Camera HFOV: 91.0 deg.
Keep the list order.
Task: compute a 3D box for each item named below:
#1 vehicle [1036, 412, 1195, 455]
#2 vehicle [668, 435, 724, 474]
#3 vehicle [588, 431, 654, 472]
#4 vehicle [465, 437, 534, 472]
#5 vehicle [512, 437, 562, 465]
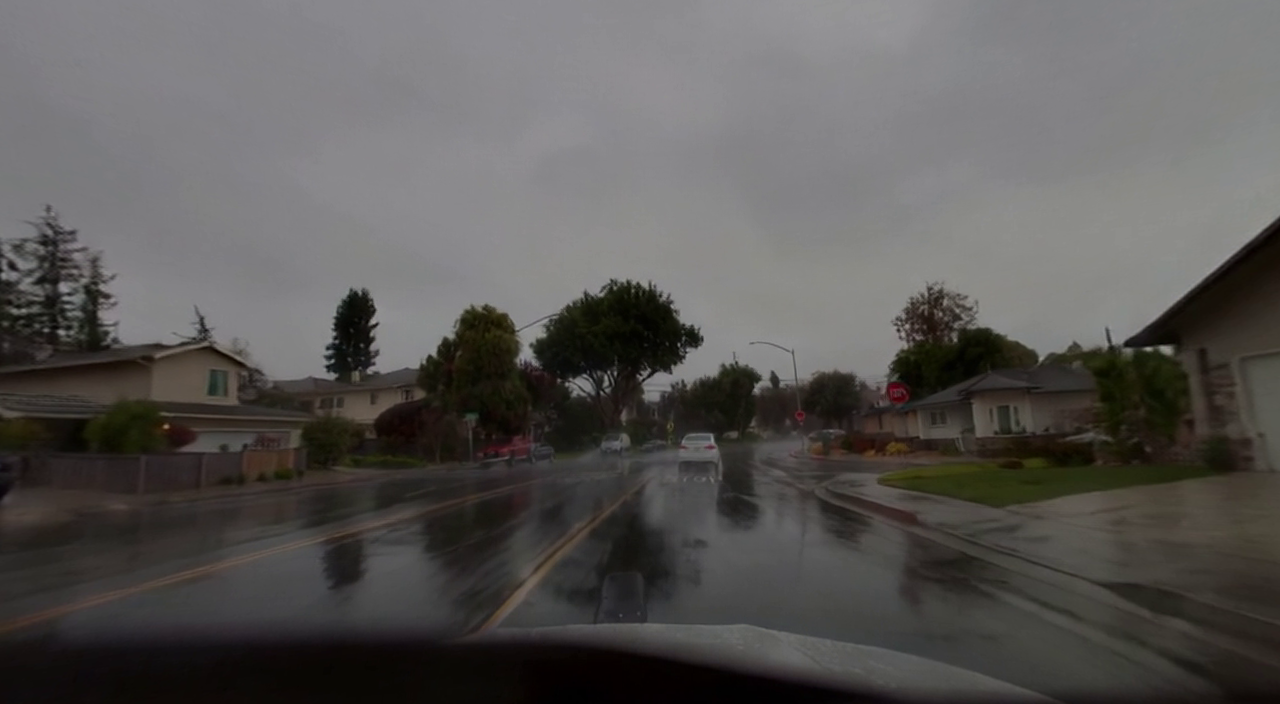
[{"bbox_3d":[20.598,3.614,27.527,4.989,1.564,2.007,-4,-13,15],"label":"vehicle"},{"bbox_3d":[2.381,4.191,25.873,1.955,1.459,4.383,-1,-9,9],"label":"vehicle"},{"bbox_3d":[-0.745,4.485,28.452,2.178,1.695,4.339,-2,-9,10],"label":"vehicle"},{"bbox_3d":[-9.081,6.672,41.351,2.191,1.980,5.888,-5,-9,11],"label":"vehicle"},{"bbox_3d":[-7.615,7.409,47.035,2.076,1.864,4.730,-4,-9,11],"label":"vehicle"}]
